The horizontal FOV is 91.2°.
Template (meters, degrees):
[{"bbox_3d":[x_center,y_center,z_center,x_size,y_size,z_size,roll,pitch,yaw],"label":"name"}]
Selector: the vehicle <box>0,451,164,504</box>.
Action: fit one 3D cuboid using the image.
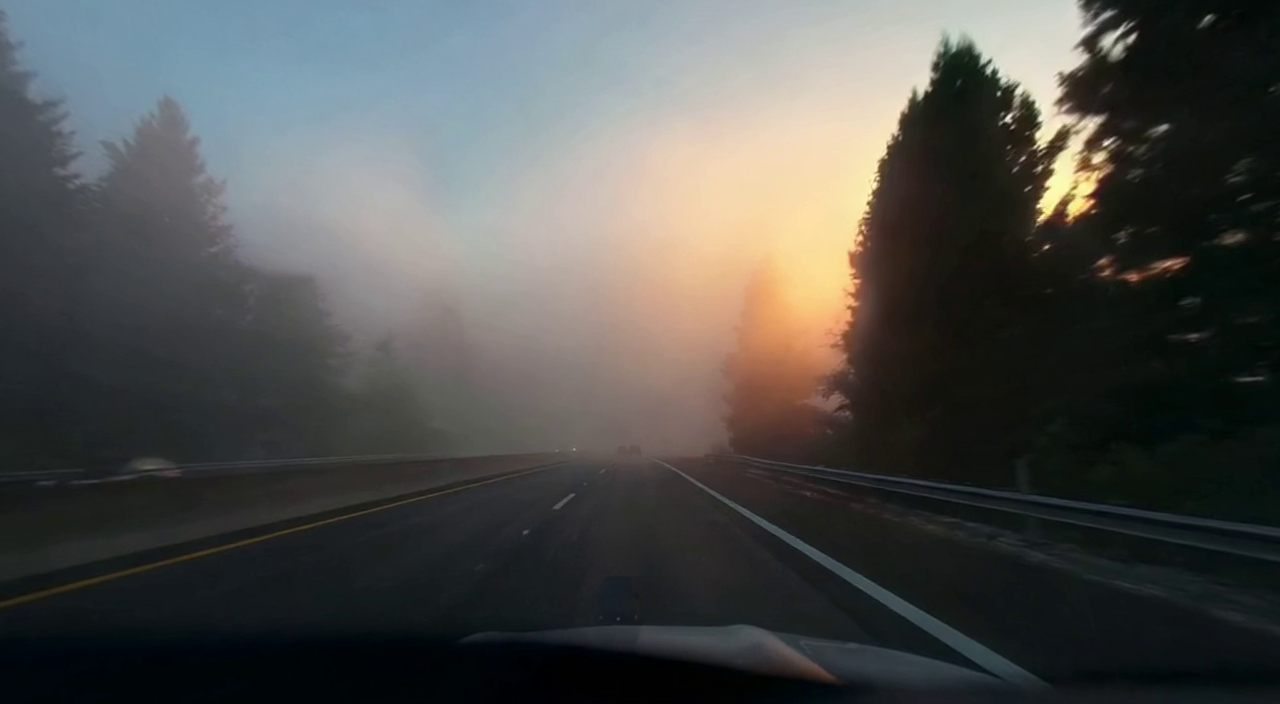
[{"bbox_3d":[-18.998,4.176,21.302,1.939,1.565,4.577,0,-9,1],"label":"vehicle"}]
